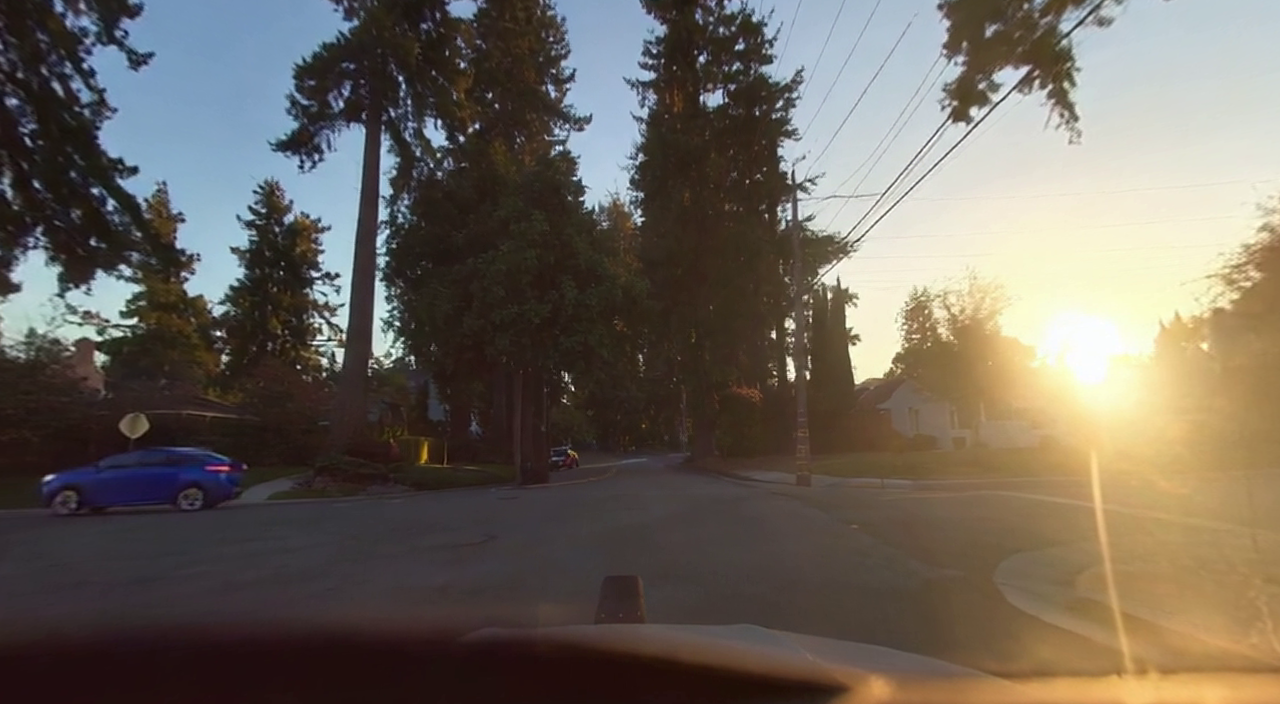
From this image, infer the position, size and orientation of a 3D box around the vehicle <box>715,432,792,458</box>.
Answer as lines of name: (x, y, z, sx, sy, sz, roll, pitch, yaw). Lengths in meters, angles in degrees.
vehicle: (7.681, 6.324, 42.955, 4.784, 1.647, 1.947, 0, -8, -5)

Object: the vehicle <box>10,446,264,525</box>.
vehicle: (-11.811, 3.108, 15.328, 4.396, 1.596, 1.988, 3, -9, -26)
